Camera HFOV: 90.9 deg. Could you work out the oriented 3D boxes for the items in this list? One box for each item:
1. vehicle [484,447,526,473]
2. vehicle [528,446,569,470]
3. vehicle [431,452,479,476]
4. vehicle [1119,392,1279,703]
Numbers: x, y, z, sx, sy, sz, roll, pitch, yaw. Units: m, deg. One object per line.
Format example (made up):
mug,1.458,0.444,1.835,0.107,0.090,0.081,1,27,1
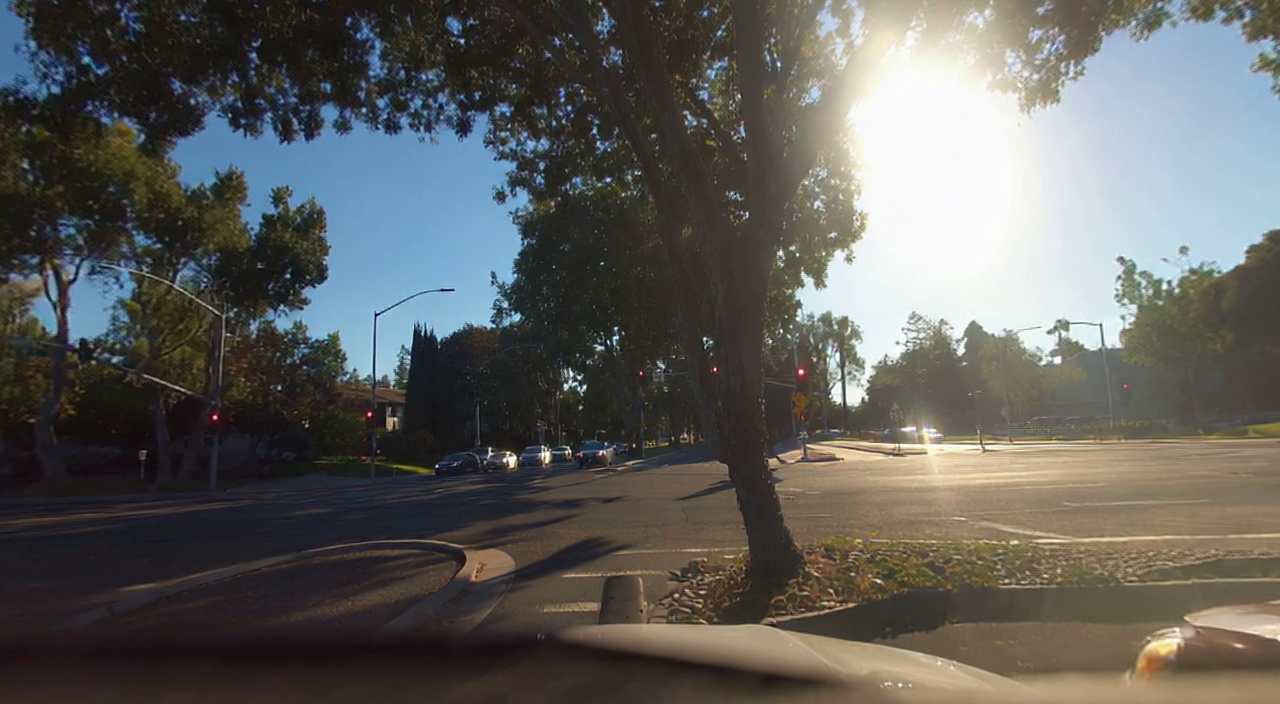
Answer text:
vehicle,-9.781,7.833,45.933,2.064,1.725,4.243,0,-9,1
vehicle,-6.562,7.609,45.507,2.126,1.657,4.307,-1,-9,2
vehicle,-13.403,8.113,45.984,2.101,1.637,4.304,0,-9,1
vehicle,3.060,0.619,0.418,1.978,1.468,4.544,0,-9,1
